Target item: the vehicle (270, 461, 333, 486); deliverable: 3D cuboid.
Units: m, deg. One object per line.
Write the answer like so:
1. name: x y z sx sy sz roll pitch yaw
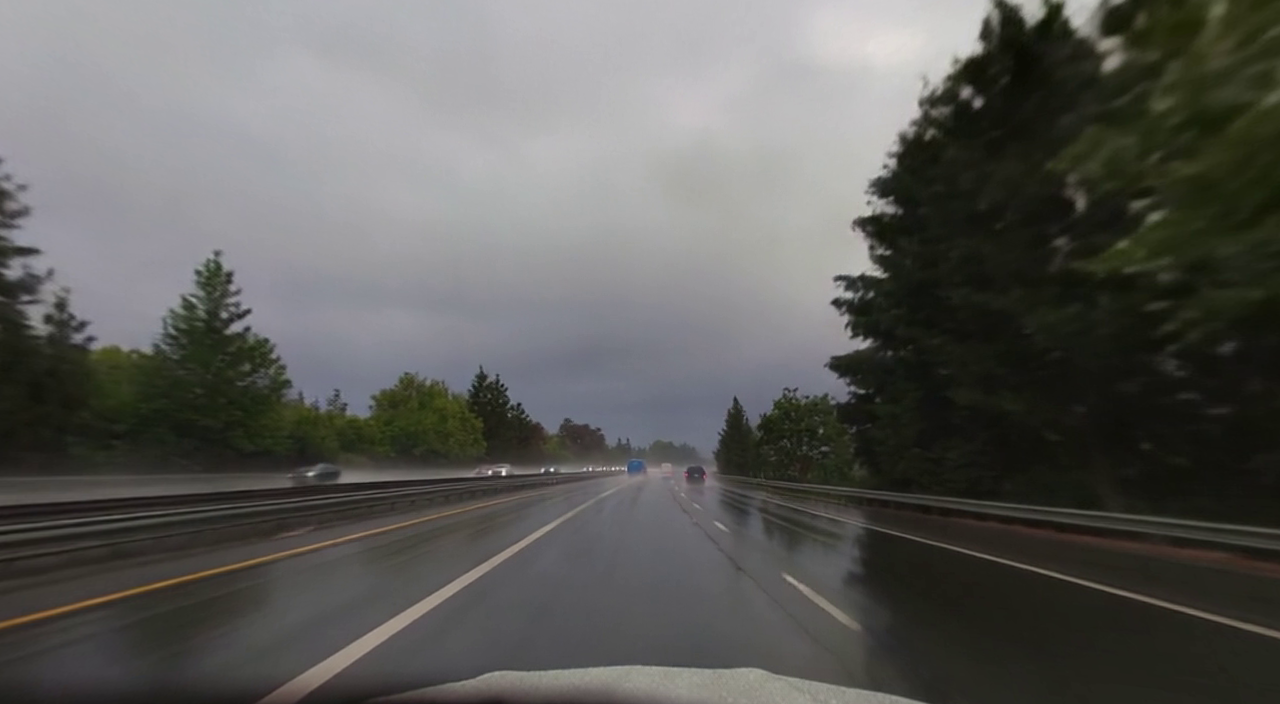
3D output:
1. vehicle: -20.540 7.385 38.370 1.697 1.419 3.598 0 -11 1
